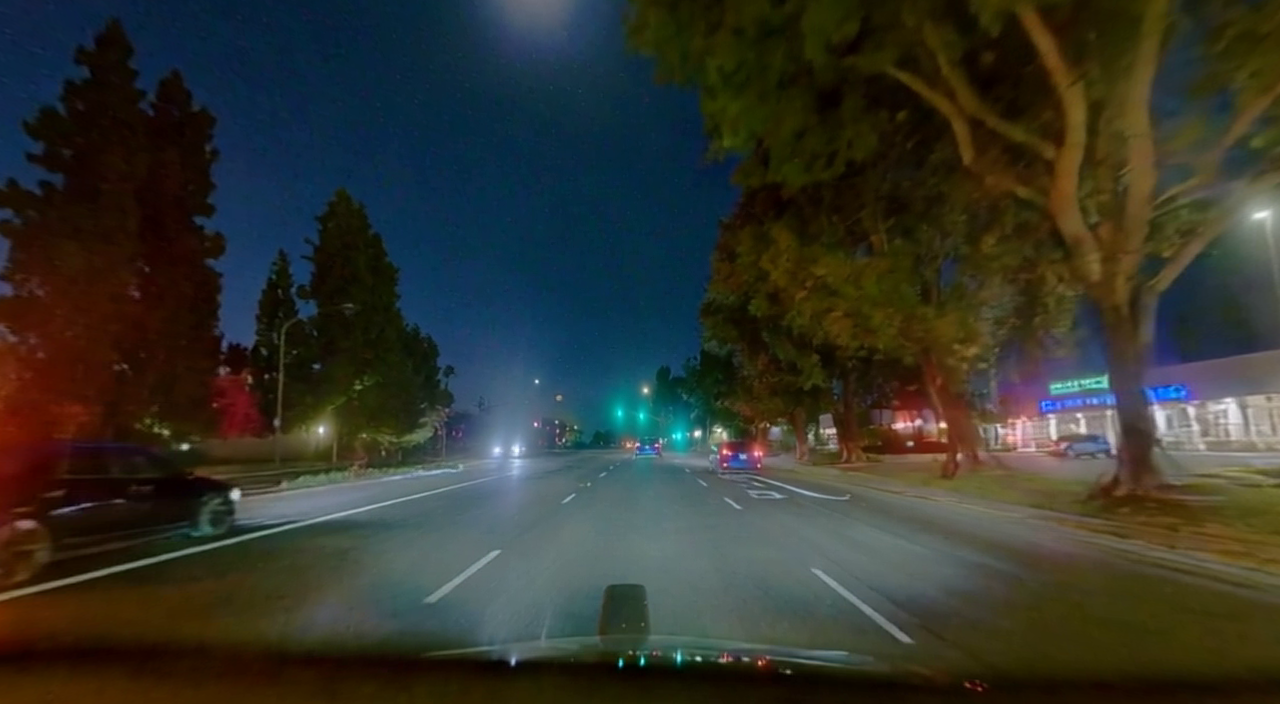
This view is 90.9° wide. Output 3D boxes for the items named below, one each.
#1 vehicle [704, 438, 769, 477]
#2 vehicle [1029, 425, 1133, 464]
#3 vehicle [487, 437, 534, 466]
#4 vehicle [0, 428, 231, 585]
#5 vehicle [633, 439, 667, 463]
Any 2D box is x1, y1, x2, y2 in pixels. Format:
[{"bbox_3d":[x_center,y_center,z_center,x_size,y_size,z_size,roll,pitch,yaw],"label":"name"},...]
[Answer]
[{"bbox_3d":[3.957,4.422,26.634,1.977,1.474,4.399,0,-8,-1],"label":"vehicle"},{"bbox_3d":[25.925,5.500,37.354,2.244,2.120,5.471,0,-8,2],"label":"vehicle"},{"bbox_3d":[-7.518,5.714,36.272,2.127,1.562,4.402,2,-9,-17],"label":"vehicle"},{"bbox_3d":[-6.971,1.637,7.192,1.993,1.444,3.965,0,-8,-1],"label":"vehicle"},{"bbox_3d":[0.734,6.565,41.989,2.001,1.504,4.212,-1,-8,5],"label":"vehicle"}]
